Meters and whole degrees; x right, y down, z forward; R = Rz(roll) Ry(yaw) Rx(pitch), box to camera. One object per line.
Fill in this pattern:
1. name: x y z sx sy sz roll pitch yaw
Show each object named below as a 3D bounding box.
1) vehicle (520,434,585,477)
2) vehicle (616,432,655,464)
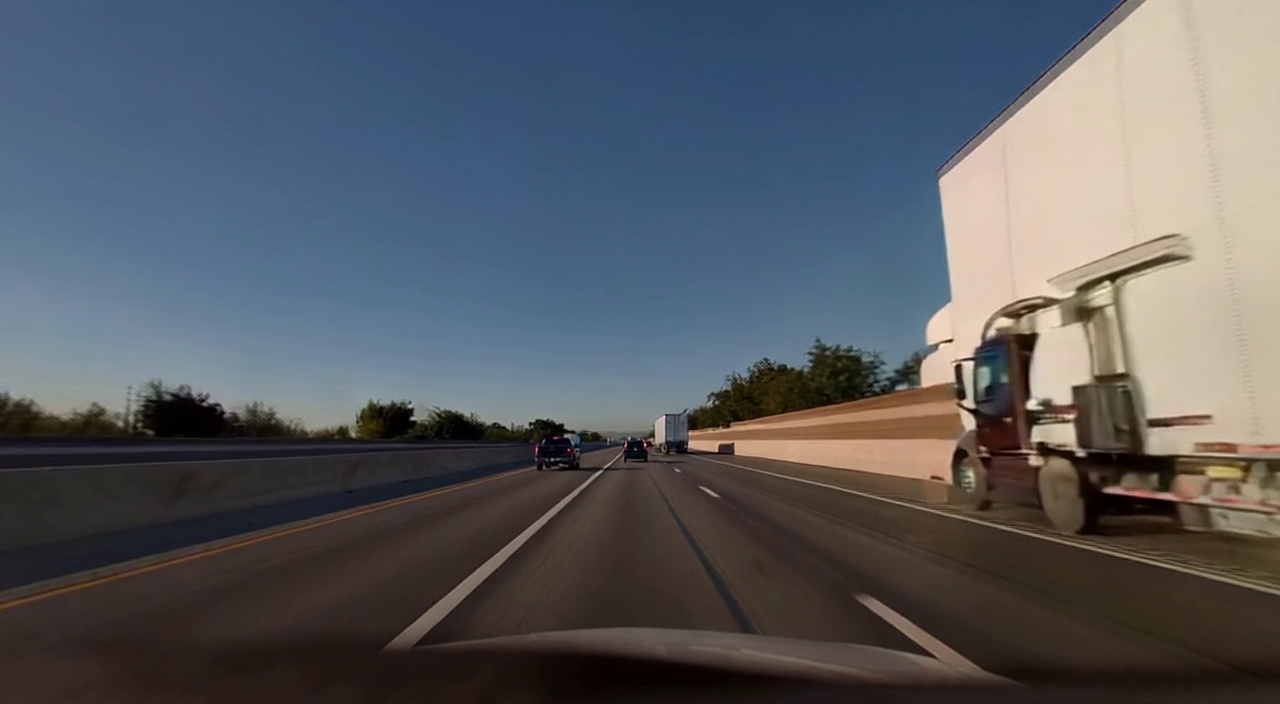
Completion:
1. vehicle: -3.809 4.636 28.385 2.326 1.761 4.450 0 -8 0
2. vehicle: -0.324 6.388 42.148 2.456 2.007 4.728 0 -8 -2
